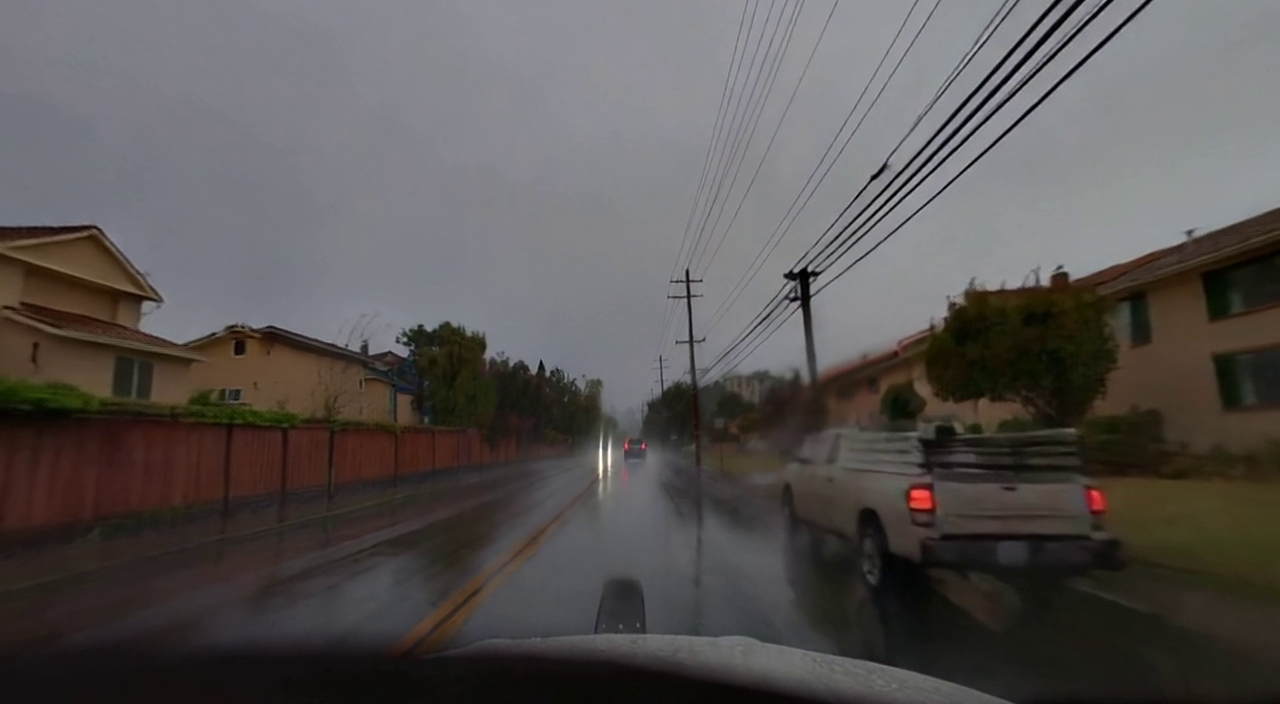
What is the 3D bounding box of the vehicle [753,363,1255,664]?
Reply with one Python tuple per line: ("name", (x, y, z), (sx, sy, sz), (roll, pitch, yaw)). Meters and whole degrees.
("vehicle", (3.047, 1.538, 7.322), (2.278, 1.933, 5.860), (3, -9, 0))
